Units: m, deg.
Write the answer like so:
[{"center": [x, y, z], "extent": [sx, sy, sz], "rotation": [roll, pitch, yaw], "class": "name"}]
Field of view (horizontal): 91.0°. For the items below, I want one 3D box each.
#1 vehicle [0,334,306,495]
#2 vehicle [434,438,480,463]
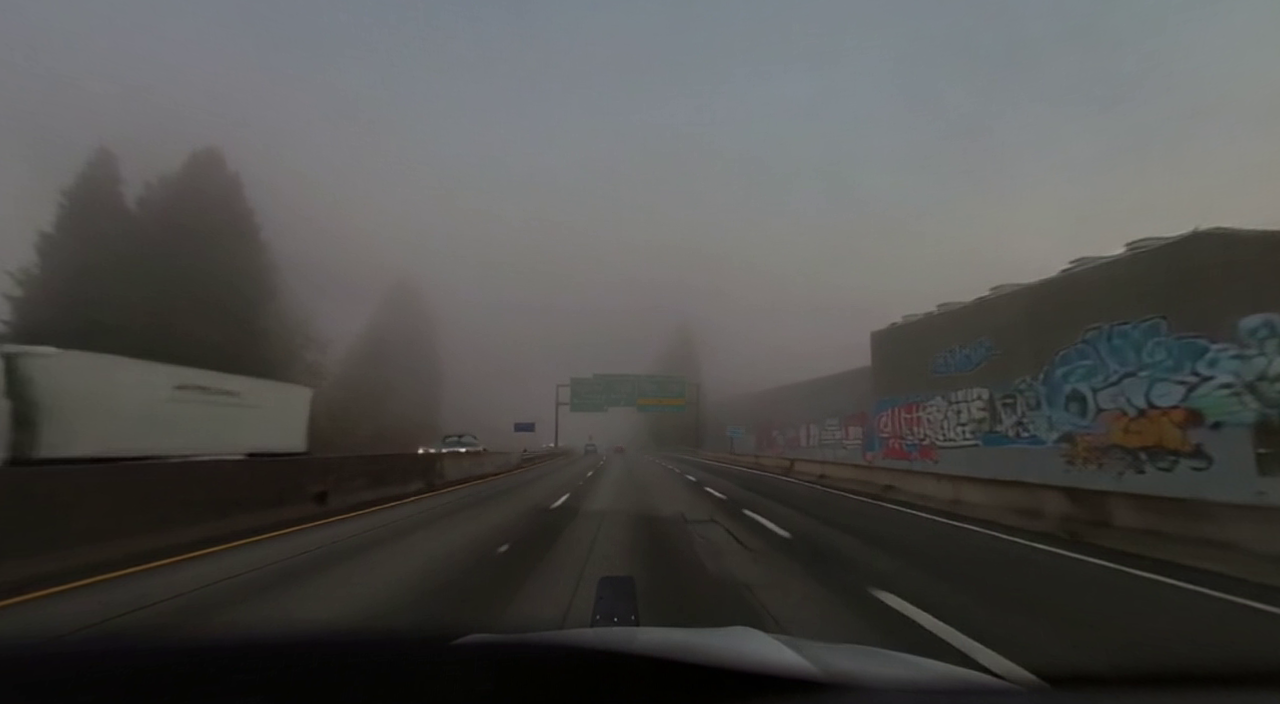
[{"center": [-17.061, 2.502, 22.598], "extent": [3.419, 4.108, 13.030], "rotation": [0, -8, -2], "class": "vehicle"}, {"center": [-13.212, 7.122, 45.736], "extent": [2.142, 1.679, 4.358], "rotation": [0, -8, -1], "class": "vehicle"}]
